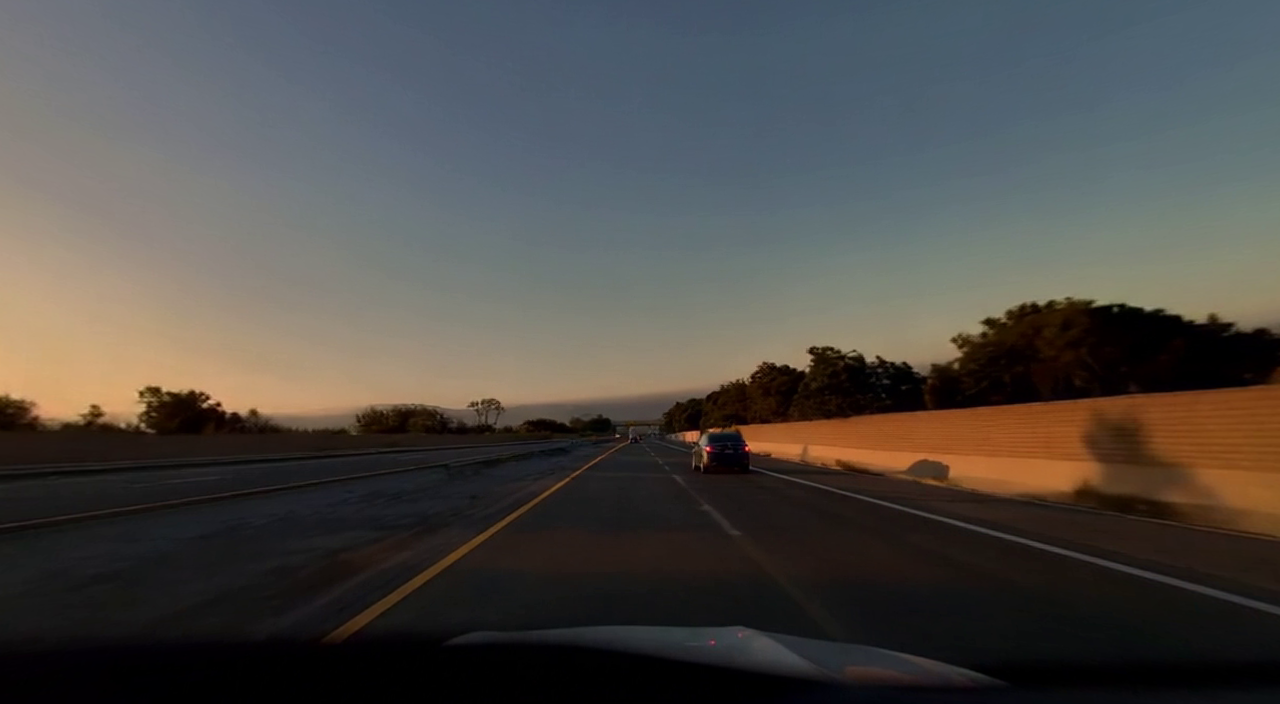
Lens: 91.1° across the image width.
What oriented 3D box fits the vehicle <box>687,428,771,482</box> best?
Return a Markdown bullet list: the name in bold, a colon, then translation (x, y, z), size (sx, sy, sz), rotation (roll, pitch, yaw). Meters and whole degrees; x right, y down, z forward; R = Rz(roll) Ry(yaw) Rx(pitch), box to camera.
- **vehicle**: translation (2.805, 3.365, 20.892), size (2.084, 1.583, 4.420), rotation (0, -8, -1)
